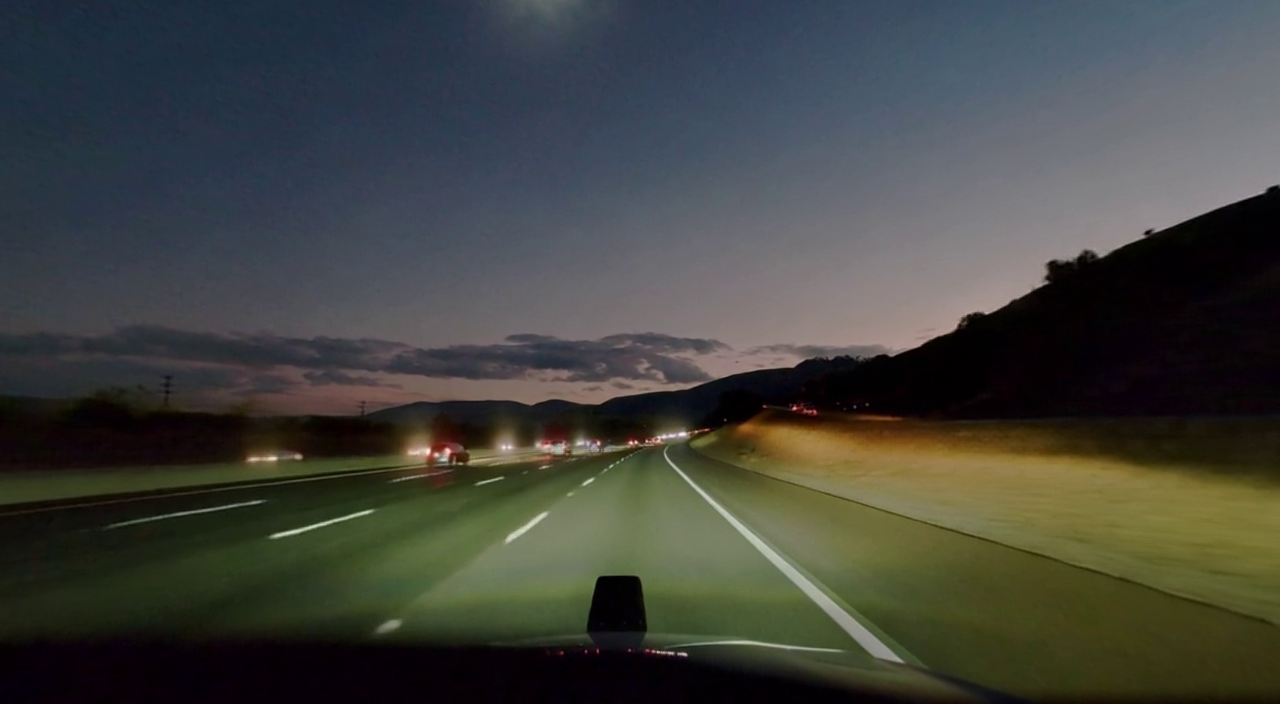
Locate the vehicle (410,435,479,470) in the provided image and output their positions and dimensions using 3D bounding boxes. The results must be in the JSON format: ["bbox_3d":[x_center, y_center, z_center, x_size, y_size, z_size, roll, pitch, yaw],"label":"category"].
[{"bbox_3d":[-10.381,5.373,33.869,2.122,1.695,4.437,0,-9,2],"label":"vehicle"}]

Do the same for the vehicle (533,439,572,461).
[{"bbox_3d":[-6.347,7.162,46.263,2.107,1.484,4.449,0,-9,2],"label":"vehicle"}]
